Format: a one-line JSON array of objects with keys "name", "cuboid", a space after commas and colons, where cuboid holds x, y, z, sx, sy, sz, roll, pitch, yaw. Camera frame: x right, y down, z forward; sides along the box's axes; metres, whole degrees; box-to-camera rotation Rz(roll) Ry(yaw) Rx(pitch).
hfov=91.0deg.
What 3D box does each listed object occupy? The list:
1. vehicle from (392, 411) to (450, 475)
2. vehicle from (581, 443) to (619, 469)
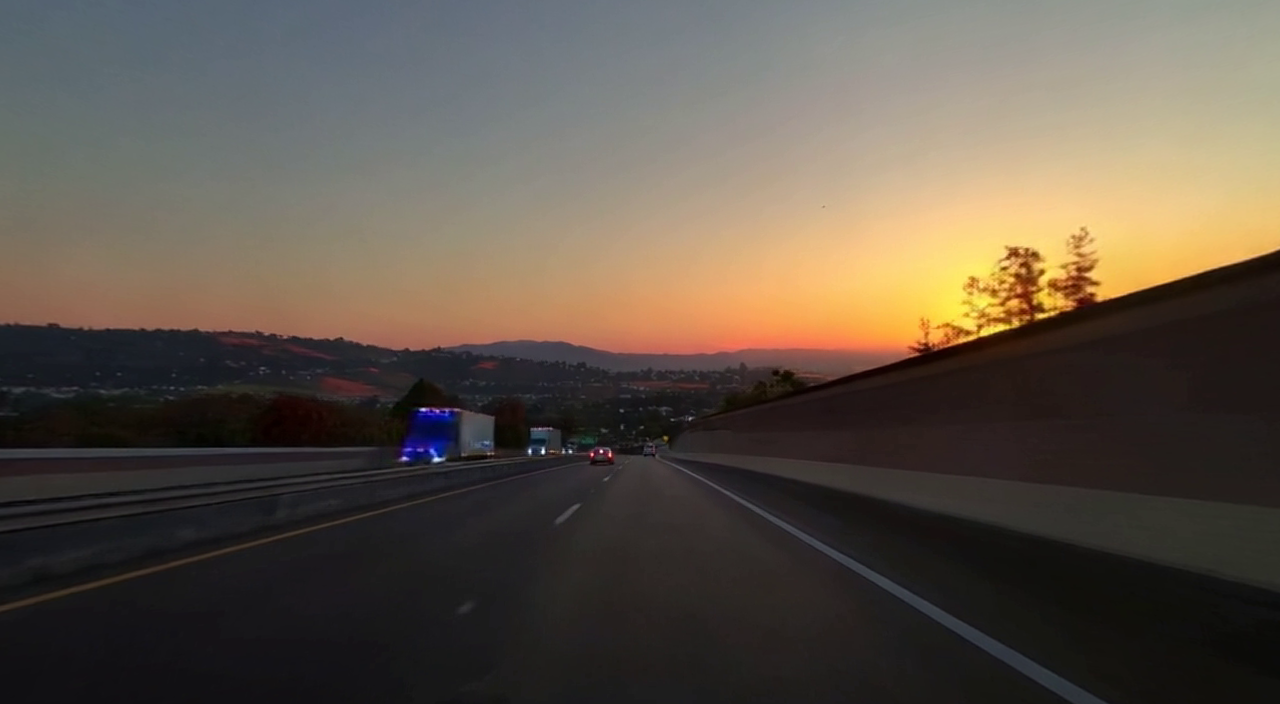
[{"name": "vehicle", "cuboid": [-15.227, 6.318, 43.959, 2.913, 4.275, 3.166, 0, -7, -1]}, {"name": "vehicle", "cuboid": [-2.386, 6.349, 38.661, 2.050, 1.530, 4.144, 0, -8, 0]}]
